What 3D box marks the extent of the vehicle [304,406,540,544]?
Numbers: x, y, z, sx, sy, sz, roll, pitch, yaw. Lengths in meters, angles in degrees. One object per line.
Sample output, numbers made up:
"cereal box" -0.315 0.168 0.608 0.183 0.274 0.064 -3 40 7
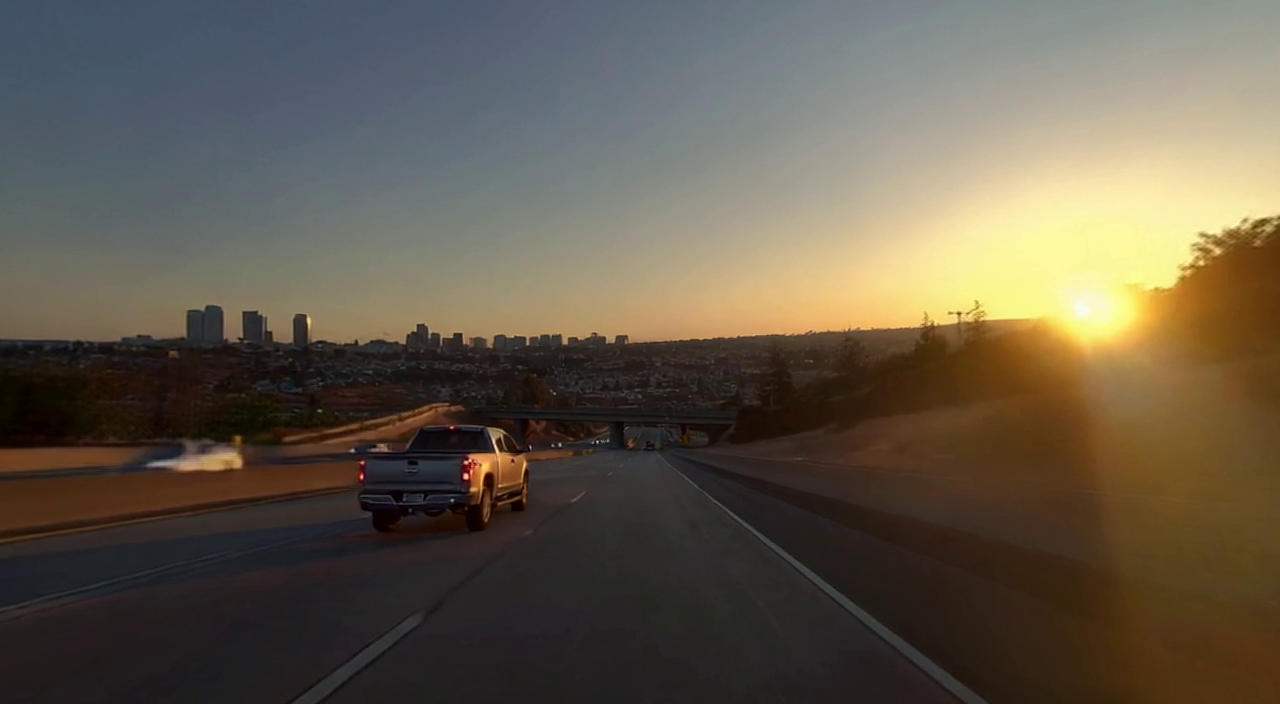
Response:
"vehicle" -3.531 2.151 11.753 2.350 1.932 5.562 0 -8 1
